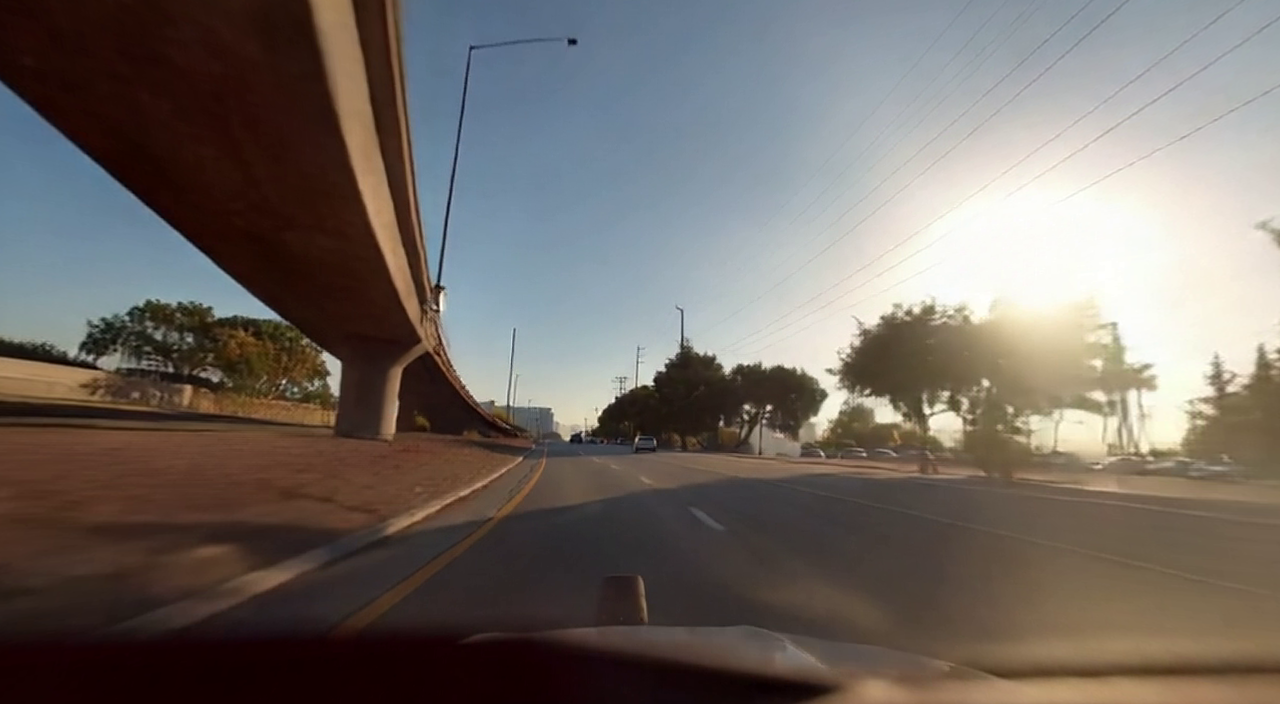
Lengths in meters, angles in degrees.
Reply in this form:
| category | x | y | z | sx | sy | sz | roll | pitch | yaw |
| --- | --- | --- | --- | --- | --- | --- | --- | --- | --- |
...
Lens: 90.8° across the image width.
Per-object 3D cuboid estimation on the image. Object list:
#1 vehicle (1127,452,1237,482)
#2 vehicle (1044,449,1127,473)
| category | x | y | z | sx | sy | sz | roll | pitch | yaw |
| --- | --- | --- | --- | --- | --- | --- | --- | --- | --- |
| vehicle | 38.156 | 8.101 | 44.577 | 5.708 | 1.847 | 2.078 | -2 | -9 | 0 |
| vehicle | 31.736 | 7.792 | 45.142 | 4.615 | 1.523 | 1.735 | -7 | -10 | 33 |
